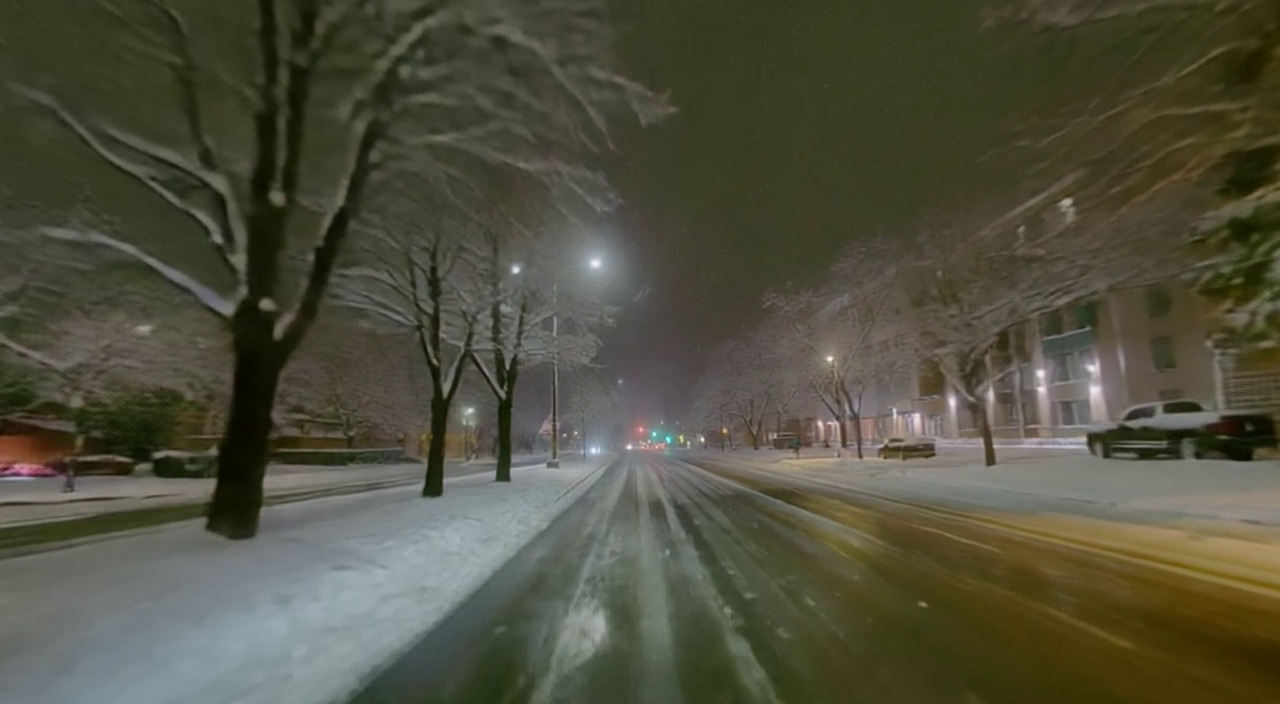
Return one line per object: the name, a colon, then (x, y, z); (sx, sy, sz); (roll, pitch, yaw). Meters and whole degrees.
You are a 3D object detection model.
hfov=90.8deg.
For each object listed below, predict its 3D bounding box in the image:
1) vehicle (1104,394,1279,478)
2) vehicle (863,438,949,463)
vehicle: (21.652, 3.319, 24.619); (2.400, 2.851, 5.992); (0, -9, 0)
vehicle: (16.890, 6.249, 40.257); (4.505, 1.498, 2.068); (0, -9, -3)
